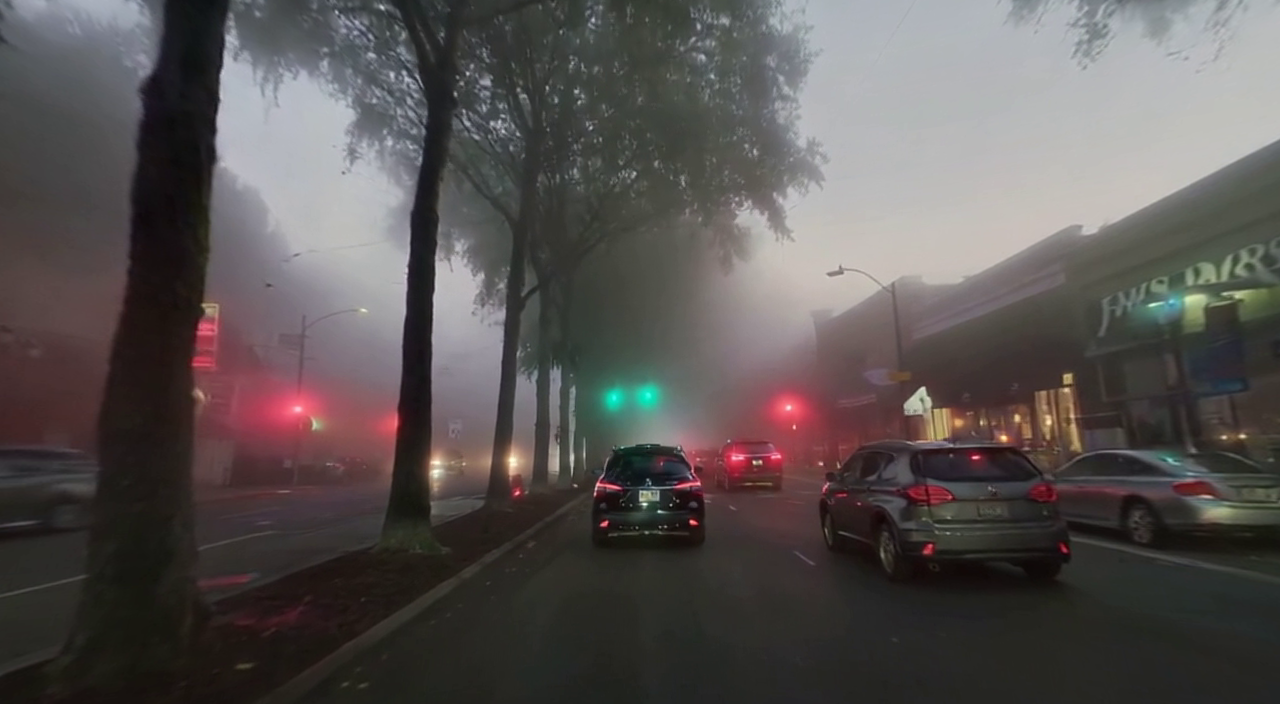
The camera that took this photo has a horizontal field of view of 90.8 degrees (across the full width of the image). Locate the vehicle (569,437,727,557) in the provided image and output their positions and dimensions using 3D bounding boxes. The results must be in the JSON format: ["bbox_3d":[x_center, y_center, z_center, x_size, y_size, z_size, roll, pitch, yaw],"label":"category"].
[{"bbox_3d":[0.089,2.119,9.872,2.006,1.487,3.535,0,-9,0],"label":"vehicle"}]

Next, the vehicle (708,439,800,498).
[{"bbox_3d":[3.498,3.667,20.332,2.025,1.660,4.334,0,-9,-2],"label":"vehicle"}]

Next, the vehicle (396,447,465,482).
[{"bbox_3d":[-11.466,6.155,34.947,2.034,1.765,4.708,-1,-9,2],"label":"vehicle"}]

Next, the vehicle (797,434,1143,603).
[{"bbox_3d":[3.471,1.805,7.786,1.988,1.480,4.195,0,-9,0],"label":"vehicle"}]

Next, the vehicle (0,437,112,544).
[{"bbox_3d":[-11.611,2.256,10.230,2.042,1.749,4.629,-1,-9,1],"label":"vehicle"}]
